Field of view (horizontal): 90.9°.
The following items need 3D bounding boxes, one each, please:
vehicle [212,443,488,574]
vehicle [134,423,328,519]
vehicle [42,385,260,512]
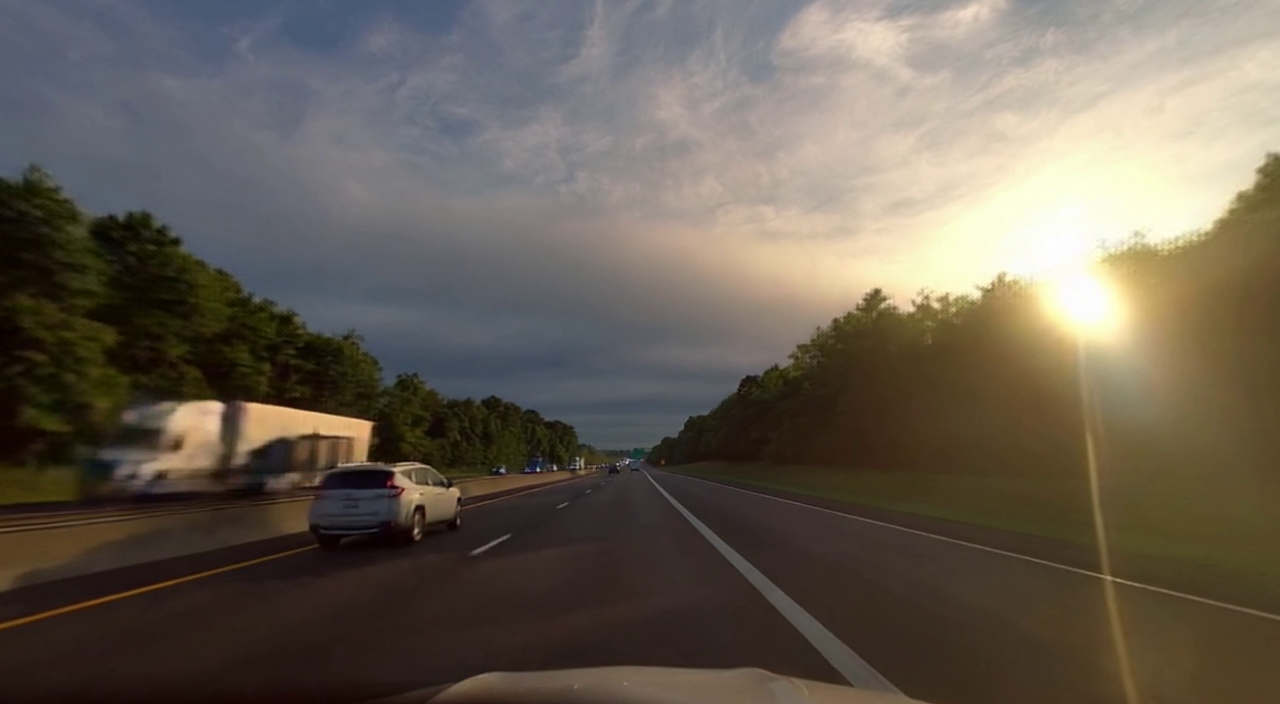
[{"bbox_3d":[-3.938,2.244,9.655,2.043,1.486,4.442,1,-10,1],"label":"vehicle"},{"bbox_3d":[-12.692,3.793,20.274,2.237,2.599,5.741,1,-10,0],"label":"vehicle"},{"bbox_3d":[-17.439,3.601,23.197,2.964,4.017,5.889,1,-10,-1],"label":"vehicle"}]
